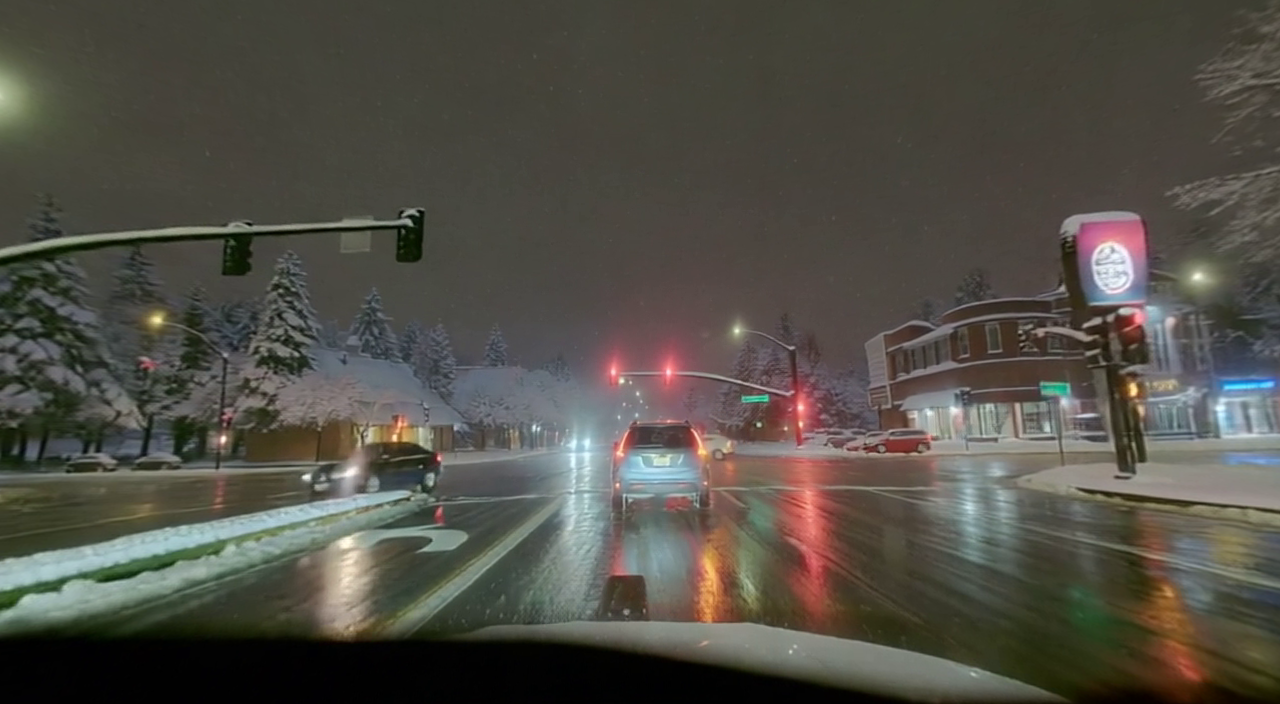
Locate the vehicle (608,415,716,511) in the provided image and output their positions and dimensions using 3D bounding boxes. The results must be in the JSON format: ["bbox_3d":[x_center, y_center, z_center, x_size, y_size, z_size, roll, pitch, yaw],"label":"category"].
[{"bbox_3d":[0.420,2.362,13.845,1.994,1.759,4.186,0,-8,0],"label":"vehicle"}]

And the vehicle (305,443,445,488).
[{"bbox_3d":[-9.804,4.211,23.820,2.013,1.486,4.705,-4,-9,24],"label":"vehicle"}]
